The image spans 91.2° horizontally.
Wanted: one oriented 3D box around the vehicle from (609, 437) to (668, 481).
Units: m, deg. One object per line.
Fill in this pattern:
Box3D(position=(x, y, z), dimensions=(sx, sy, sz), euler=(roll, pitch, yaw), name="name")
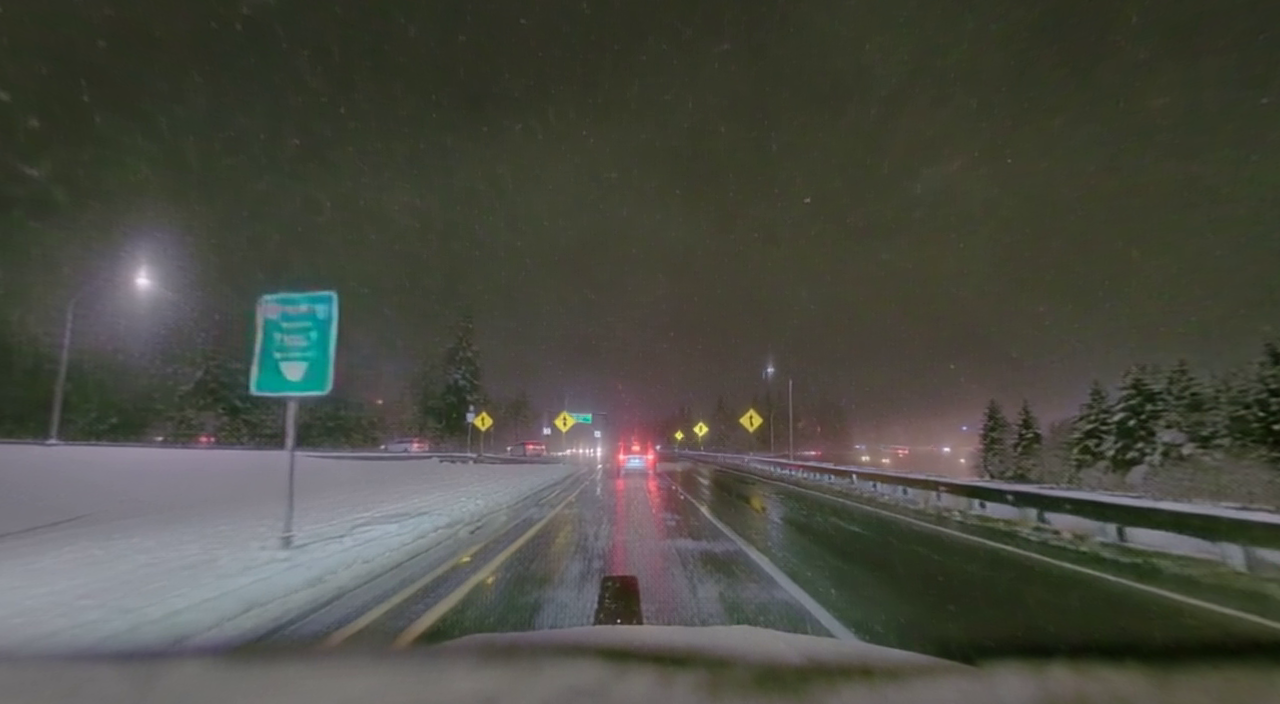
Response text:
Box3D(position=(-0.081, 3.956, 23.386), dimensions=(2.006, 1.486, 3.950), euler=(0, -9, -1), name="vehicle")
